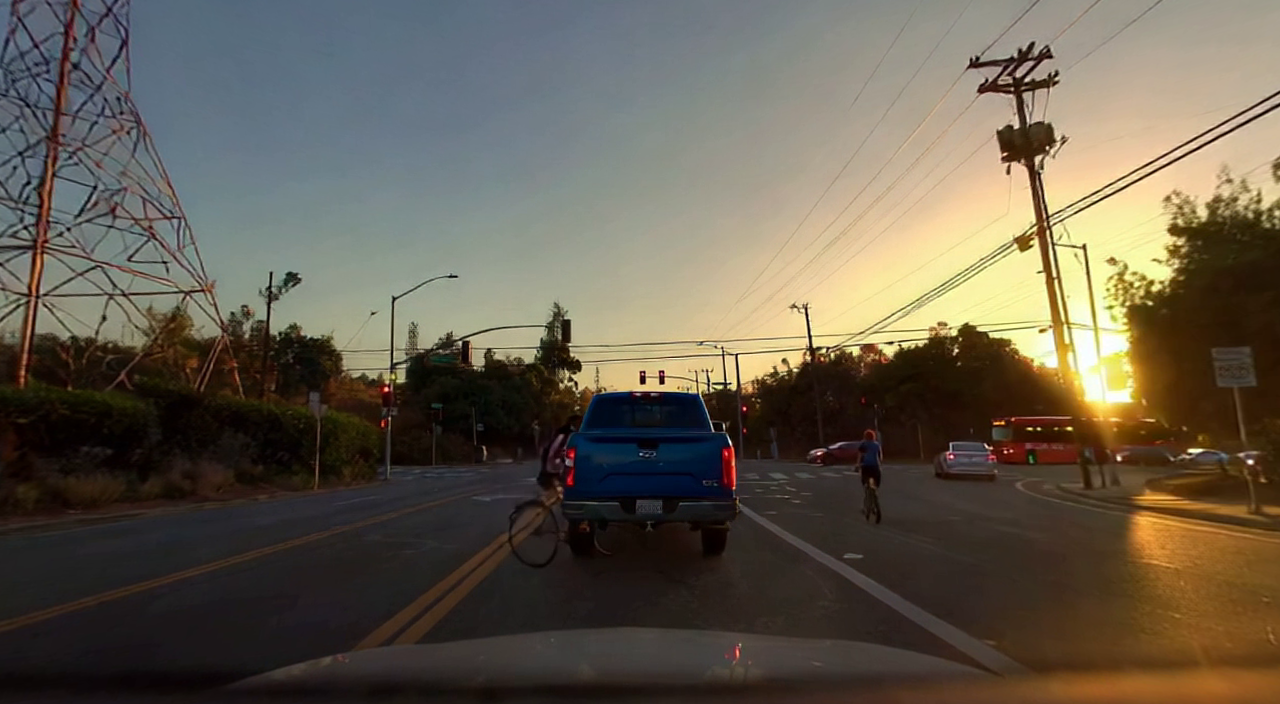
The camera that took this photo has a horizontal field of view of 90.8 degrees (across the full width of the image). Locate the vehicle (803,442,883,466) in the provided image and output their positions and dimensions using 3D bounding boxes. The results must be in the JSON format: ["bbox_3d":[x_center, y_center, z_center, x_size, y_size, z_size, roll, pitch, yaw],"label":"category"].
[{"bbox_3d":[13.202,6.668,41.324,4.578,1.490,1.935,-1,-8,1],"label":"vehicle"}]

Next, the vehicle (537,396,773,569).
[{"bbox_3d":[0.126,1.905,10.112,2.707,1.964,5.485,0,-8,-1],"label":"vehicle"}]

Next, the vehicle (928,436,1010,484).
[{"bbox_3d":[11.675,3.740,22.244,2.060,1.496,4.520,-6,-10,32],"label":"vehicle"}]

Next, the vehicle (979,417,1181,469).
[{"bbox_3d":[28.515,5.949,41.312,10.726,3.128,3.003,-1,-8,1],"label":"vehicle"}]

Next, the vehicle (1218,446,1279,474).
[{"bbox_3d":[41.431,7.013,41.260,5.426,1.728,1.999,0,-8,-2],"label":"vehicle"}]
